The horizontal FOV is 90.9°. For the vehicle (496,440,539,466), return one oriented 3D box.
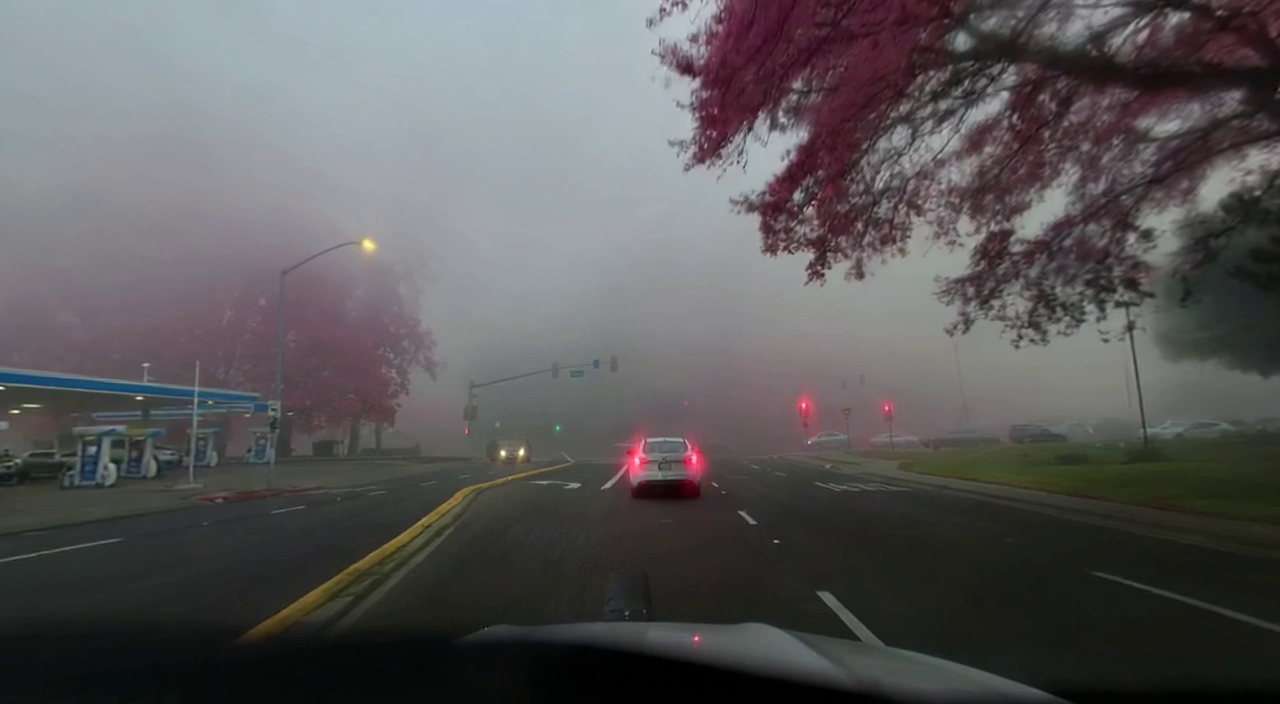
[{"bbox_3d":[-8.257,6.839,42.894,2.108,1.671,4.535,0,-8,-2],"label":"vehicle"}]

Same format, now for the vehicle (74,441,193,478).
[{"bbox_3d":[-26.843,5.663,33.641,1.946,1.816,4.792,-1,-8,7],"label":"vehicle"}]

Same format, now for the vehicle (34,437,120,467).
[{"bbox_3d":[-36.793,6.542,41.235,4.099,1.638,2.009,-4,-6,9],"label":"vehicle"}]

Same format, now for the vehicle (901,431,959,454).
[{"bbox_3d":[20.515,6.400,44.562,4.091,1.495,2.053,7,-11,-39],"label":"vehicle"}]

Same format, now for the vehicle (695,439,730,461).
[{"bbox_3d":[5.154,6.996,45.179,2.047,1.470,4.251,0,-8,1],"label":"vehicle"}]

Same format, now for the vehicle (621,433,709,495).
[{"bbox_3d":[0.694,3.004,17.302,2.112,1.482,4.057,0,-8,3],"label":"vehicle"}]
